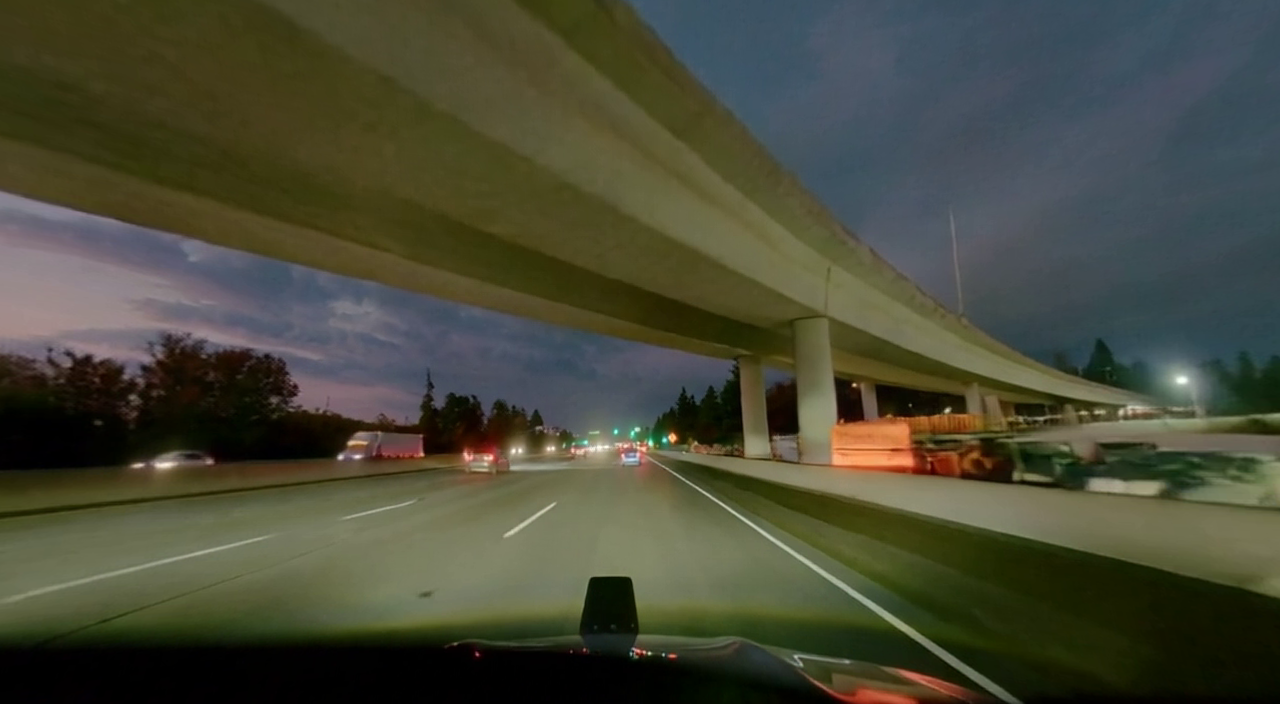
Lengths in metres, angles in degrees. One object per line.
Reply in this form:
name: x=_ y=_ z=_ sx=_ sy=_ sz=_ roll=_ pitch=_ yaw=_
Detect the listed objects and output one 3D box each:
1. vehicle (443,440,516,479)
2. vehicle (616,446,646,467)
vehicle: x=-7.116 y=4.807 z=28.472 sx=2.128 sy=1.604 sz=4.279 roll=0 pitch=-9 yaw=0
vehicle: x=-0.629 y=7.494 z=45.513 sx=2.051 sy=1.459 sz=4.092 roll=0 pitch=-9 yaw=0
